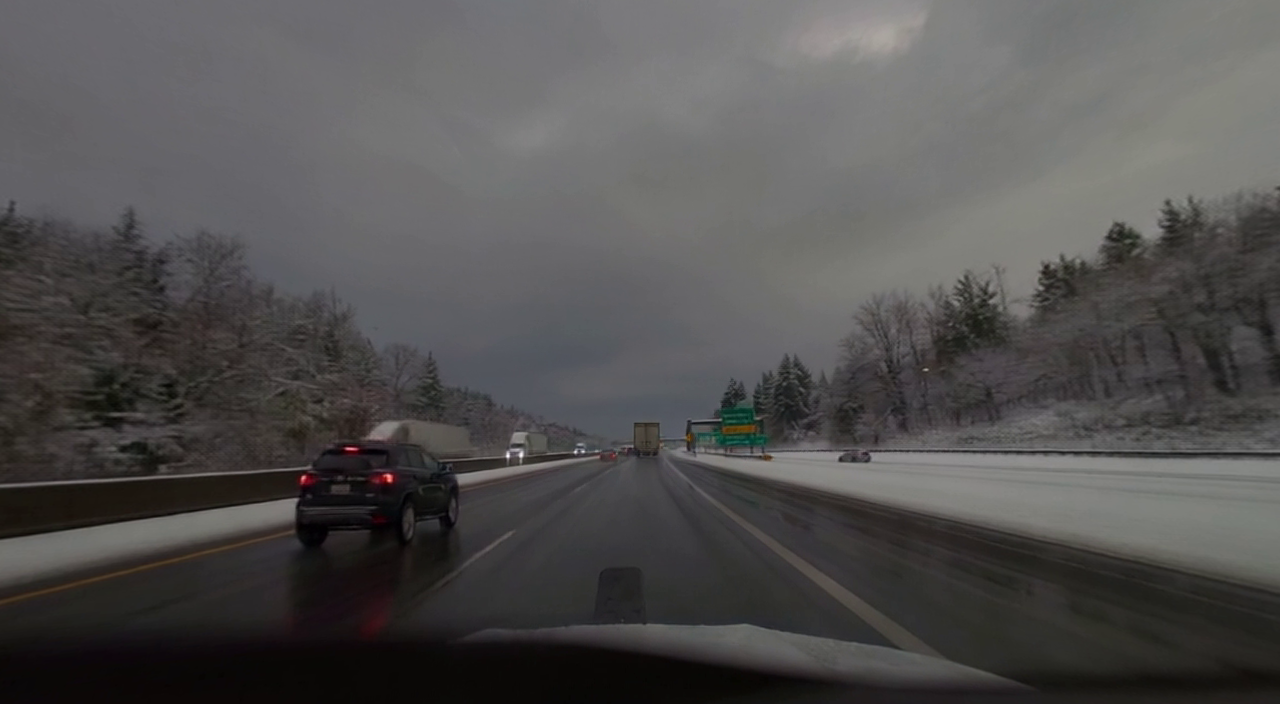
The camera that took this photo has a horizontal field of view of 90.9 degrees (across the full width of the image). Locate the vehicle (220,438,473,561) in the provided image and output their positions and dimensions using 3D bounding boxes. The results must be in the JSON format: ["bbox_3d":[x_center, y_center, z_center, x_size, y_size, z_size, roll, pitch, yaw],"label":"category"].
[{"bbox_3d":[-4.168,2.126,9.841,1.945,1.488,4.043,0,-9,1],"label":"vehicle"}]
